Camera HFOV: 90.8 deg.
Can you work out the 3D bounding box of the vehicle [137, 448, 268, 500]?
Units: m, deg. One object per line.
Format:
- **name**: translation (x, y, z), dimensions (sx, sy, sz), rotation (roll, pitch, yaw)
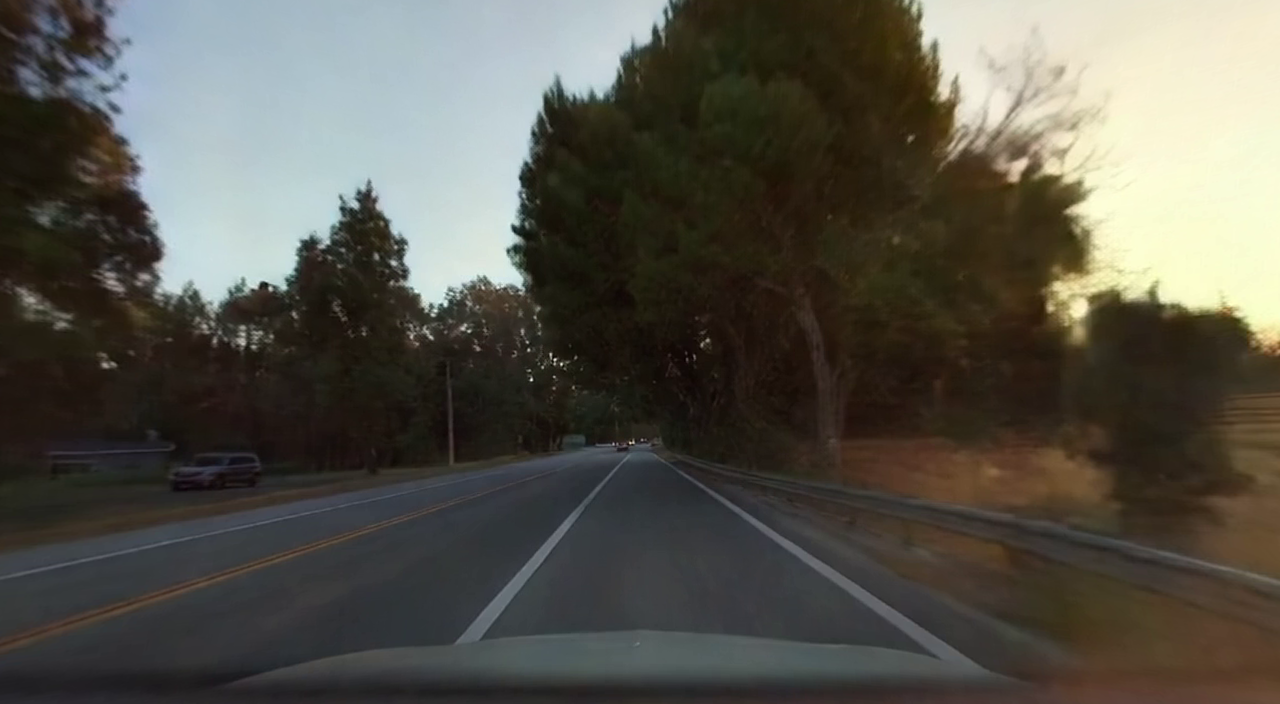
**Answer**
- **vehicle**: translation (-20.561, 5.709, 29.822), dimensions (4.655, 1.832, 2.227), rotation (-6, -7, 2)
